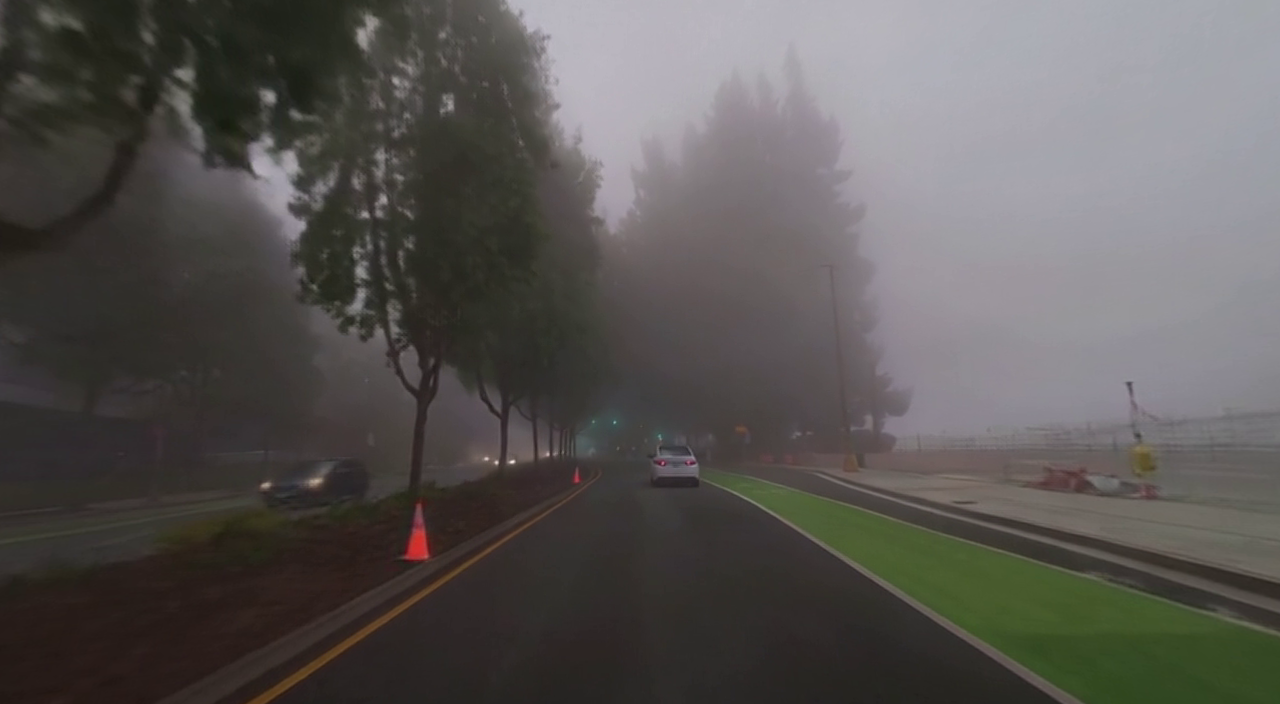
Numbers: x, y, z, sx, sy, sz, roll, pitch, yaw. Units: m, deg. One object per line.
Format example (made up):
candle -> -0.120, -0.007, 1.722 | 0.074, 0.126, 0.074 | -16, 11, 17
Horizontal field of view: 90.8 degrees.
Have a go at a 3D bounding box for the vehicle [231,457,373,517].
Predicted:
vehicle -> -9.970, 3.991, 19.126 | 2.010, 1.487, 4.427 | 0, -8, -3

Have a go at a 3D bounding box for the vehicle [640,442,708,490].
vehicle -> 1.080, 3.931, 22.178 | 2.114, 1.493, 4.430 | 0, -8, 0
